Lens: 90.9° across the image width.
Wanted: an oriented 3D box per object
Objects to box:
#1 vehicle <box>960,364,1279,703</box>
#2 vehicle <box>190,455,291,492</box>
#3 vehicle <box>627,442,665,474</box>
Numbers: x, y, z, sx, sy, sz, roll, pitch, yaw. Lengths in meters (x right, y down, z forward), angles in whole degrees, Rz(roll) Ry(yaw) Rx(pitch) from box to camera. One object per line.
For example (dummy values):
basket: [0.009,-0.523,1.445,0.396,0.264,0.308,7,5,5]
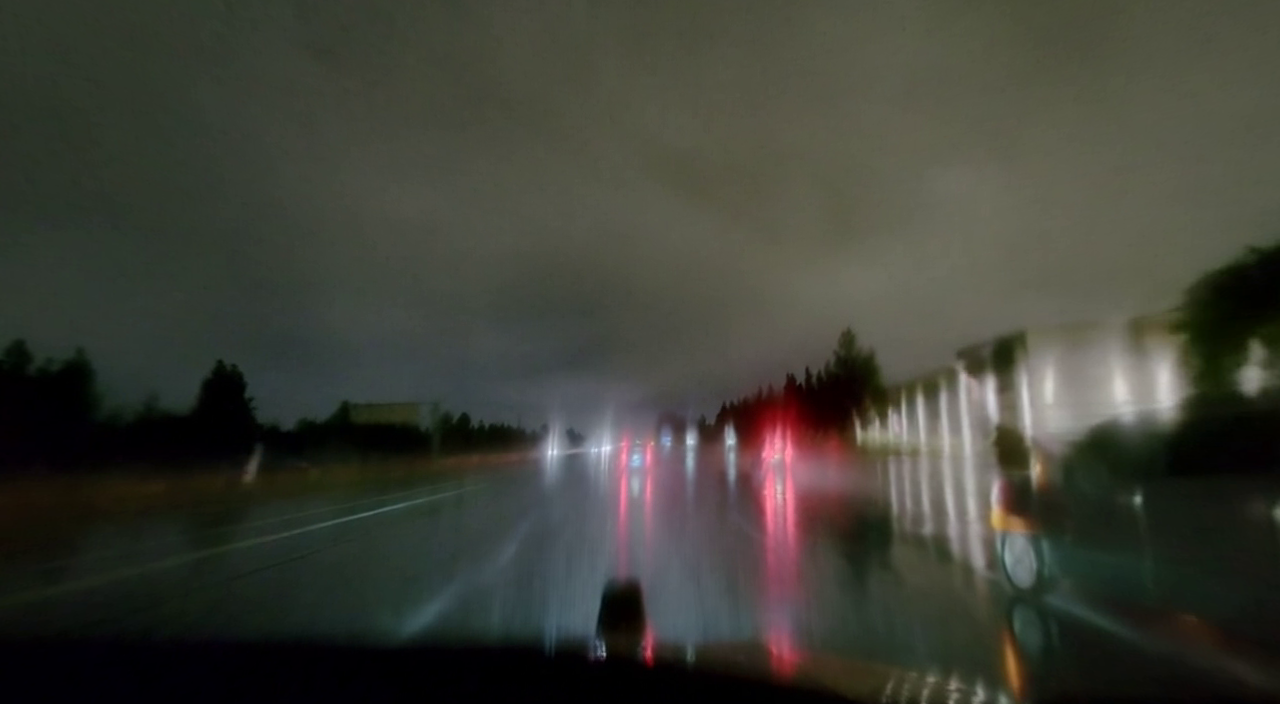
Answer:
vehicle: [3.855,0.900,3.049,2.008,1.595,5.082,0,-9,1]
vehicle: [-19.490,5.931,31.014,1.884,1.642,4.551,0,-9,2]
vehicle: [0.330,5.915,35.231,2.015,1.639,4.086,0,-9,0]
